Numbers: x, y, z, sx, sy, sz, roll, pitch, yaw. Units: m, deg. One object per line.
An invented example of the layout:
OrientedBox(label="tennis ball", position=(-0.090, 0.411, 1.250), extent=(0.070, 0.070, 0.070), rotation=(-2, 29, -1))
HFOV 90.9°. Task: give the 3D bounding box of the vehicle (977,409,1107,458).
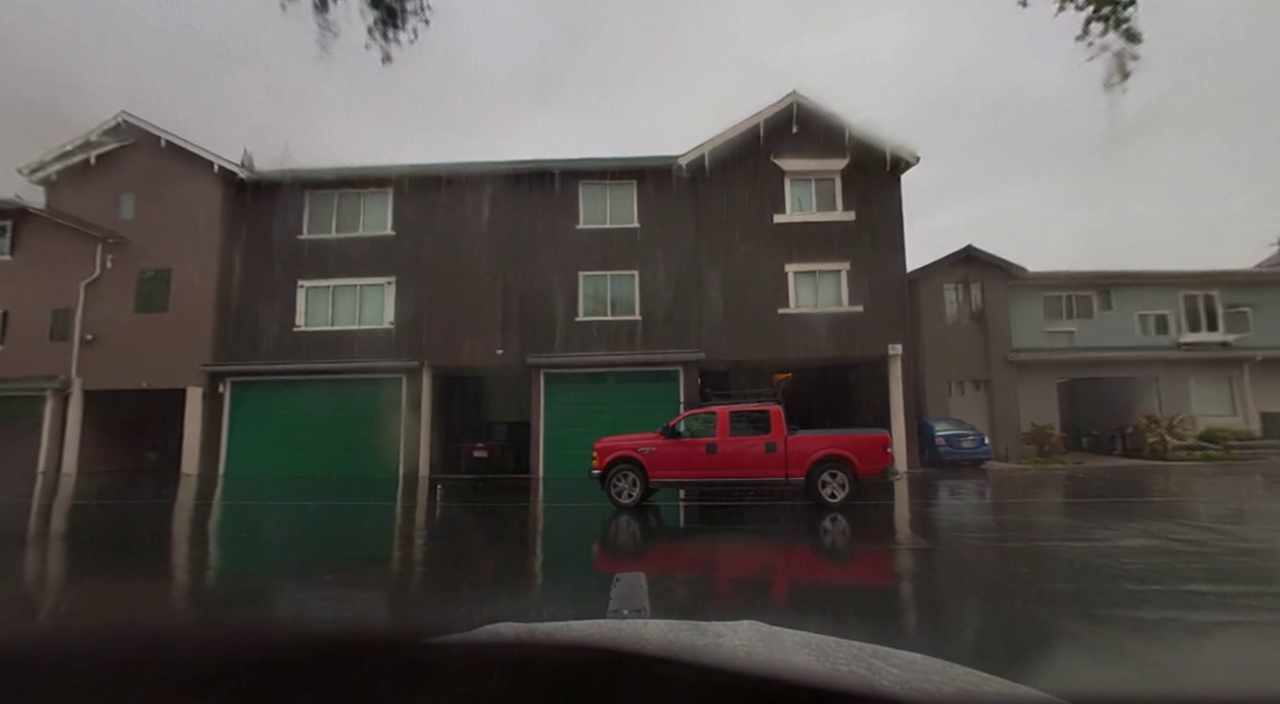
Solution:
OrientedBox(label="vehicle", position=(15.532, 3.196, 24.529), extent=(3.770, 1.496, 1.951), rotation=(5, -10, 2))

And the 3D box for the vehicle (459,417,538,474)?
OrientedBox(label="vehicle", position=(-4.879, 3.219, 22.276), extent=(1.869, 1.460, 3.826), rotation=(-4, -3, 0))

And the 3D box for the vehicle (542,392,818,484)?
OrientedBox(label="vehicle", position=(0.812, 1.911, 13.964), extent=(5.600, 1.835, 2.161), rotation=(0, -8, 1))
